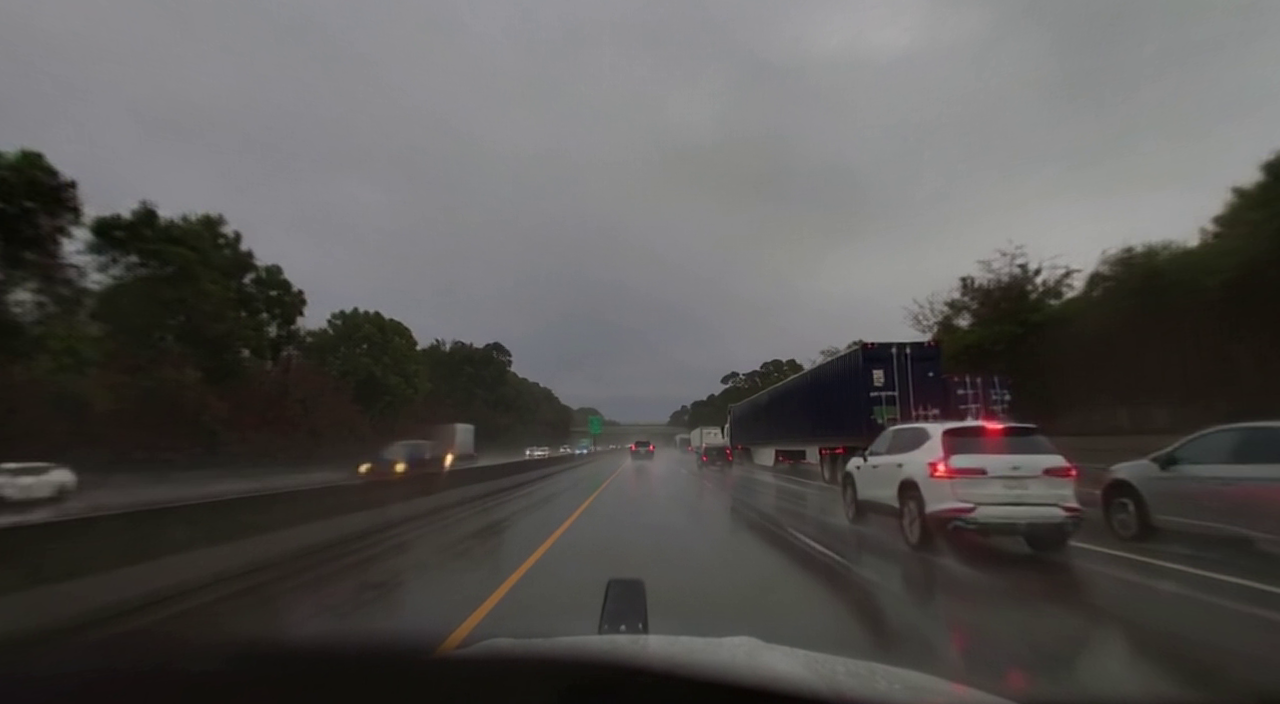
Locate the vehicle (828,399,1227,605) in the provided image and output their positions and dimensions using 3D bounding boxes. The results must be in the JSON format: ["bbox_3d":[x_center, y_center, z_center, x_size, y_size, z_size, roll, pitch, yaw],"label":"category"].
[{"bbox_3d":[3.849,1.540,7.347,1.972,1.693,4.139,0,-8,-1],"label":"vehicle"}]

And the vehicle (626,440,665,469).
[{"bbox_3d":[0.357,6.482,40.084,2.313,1.736,4.215,0,-8,1],"label":"vehicle"}]

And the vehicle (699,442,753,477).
[{"bbox_3d":[3.938,5.006,29.550,1.888,1.501,4.608,0,-8,0],"label":"vehicle"}]

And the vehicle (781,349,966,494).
[{"bbox_3d":[7.491,2.573,22.033,2.784,4.002,9.298,0,-8,0],"label":"vehicle"}]

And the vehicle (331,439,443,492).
[{"bbox_3d":[-9.556,4.286,24.229,2.273,1.821,4.811,0,-8,1],"label":"vehicle"}]
